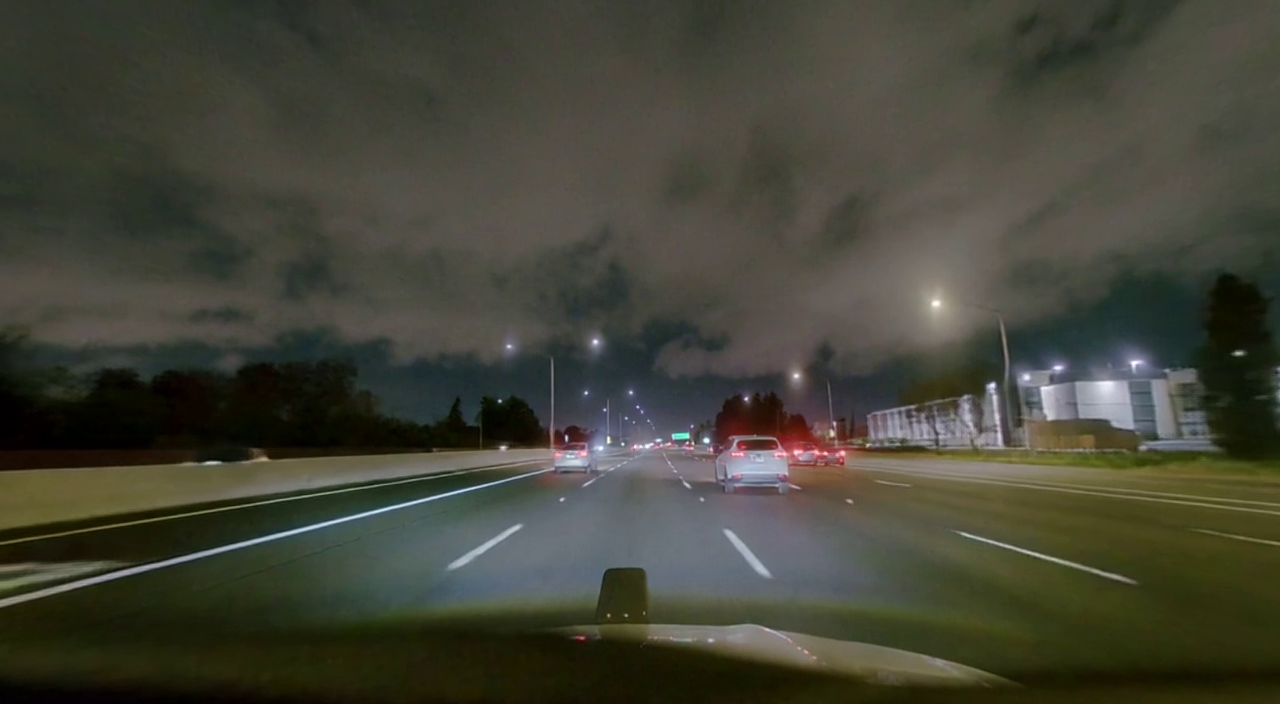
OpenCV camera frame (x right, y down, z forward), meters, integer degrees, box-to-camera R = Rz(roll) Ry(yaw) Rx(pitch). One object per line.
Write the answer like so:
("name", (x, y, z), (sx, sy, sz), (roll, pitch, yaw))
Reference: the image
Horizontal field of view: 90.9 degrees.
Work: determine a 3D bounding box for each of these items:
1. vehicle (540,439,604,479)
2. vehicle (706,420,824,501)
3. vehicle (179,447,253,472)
("vehicle", (-2.851, 4.617, 27.492), (2.080, 1.542, 4.718), (-1, -8, 2))
("vehicle", (3.130, 2.847, 16.927), (2.148, 1.852, 4.835), (0, -8, 0))
("vehicle", (-25.522, 6.460, 38.103), (1.912, 1.456, 3.591), (0, -9, 0))
